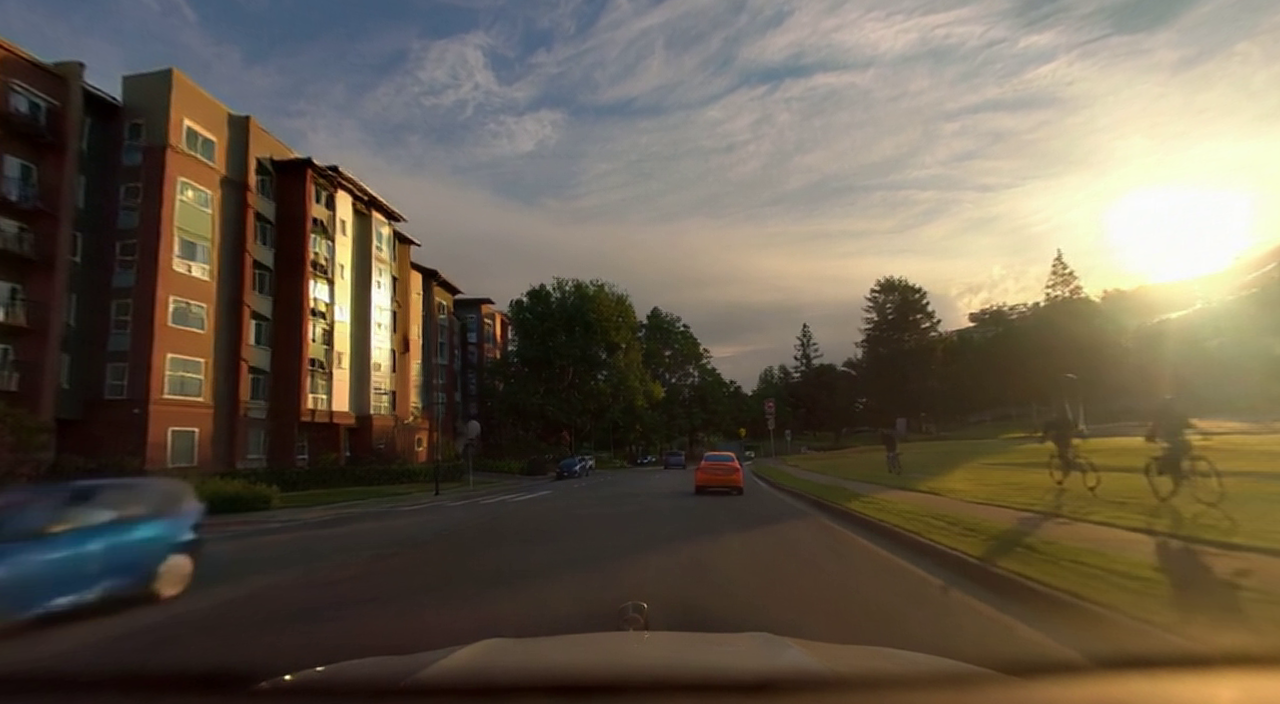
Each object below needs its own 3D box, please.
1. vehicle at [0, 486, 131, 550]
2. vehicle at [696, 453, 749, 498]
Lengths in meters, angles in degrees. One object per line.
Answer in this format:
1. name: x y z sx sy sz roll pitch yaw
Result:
1. vehicle: -17.041 4.541 17.251 4.607 1.409 2.116 7 -11 -41
2. vehicle: 2.769 4.187 21.583 1.559 1.351 2.452 -4 -10 4
